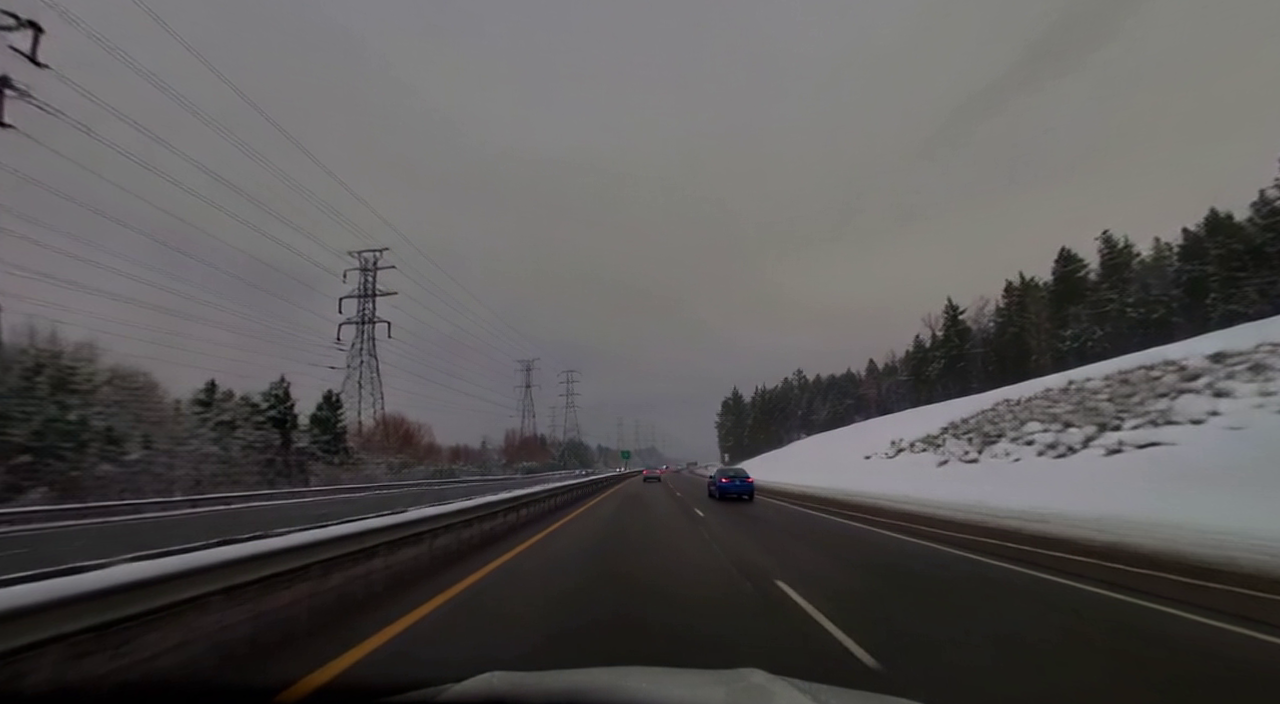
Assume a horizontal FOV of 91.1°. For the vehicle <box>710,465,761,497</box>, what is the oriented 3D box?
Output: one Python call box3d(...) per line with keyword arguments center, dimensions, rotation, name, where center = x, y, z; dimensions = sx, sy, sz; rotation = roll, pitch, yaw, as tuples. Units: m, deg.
box3d(center=(4.896, 6.669, 32.706), dimensions=(1.985, 1.521, 3.904), rotation=(1, -10, -1), name="vehicle")
